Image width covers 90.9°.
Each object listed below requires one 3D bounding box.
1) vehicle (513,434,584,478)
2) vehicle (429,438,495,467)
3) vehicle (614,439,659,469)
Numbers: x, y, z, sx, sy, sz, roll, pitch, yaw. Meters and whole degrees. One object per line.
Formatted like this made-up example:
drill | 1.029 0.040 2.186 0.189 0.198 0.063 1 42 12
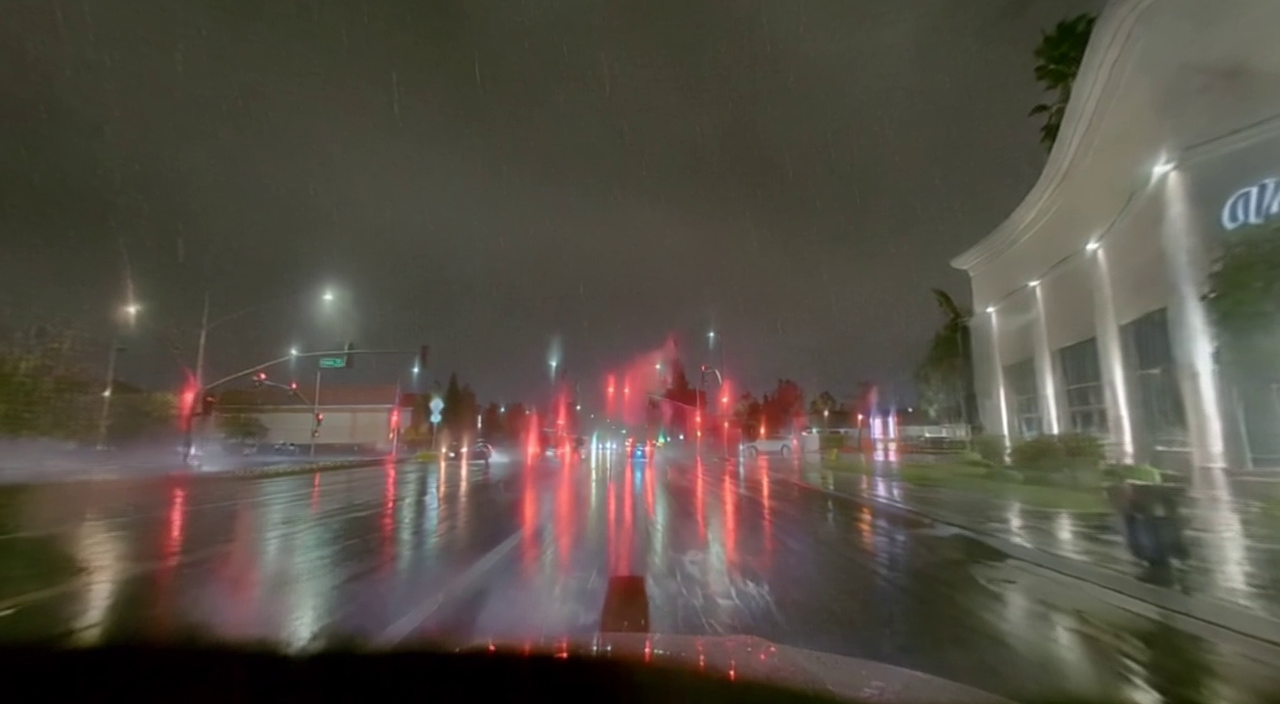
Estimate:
vehicle | -3.414 3.997 24.461 2.029 1.517 4.375 0 -8 1
vehicle | -9.733 5.542 34.891 2.096 1.474 4.585 -1 -8 3
vehicle | -0.135 5.457 34.070 2.258 1.507 3.896 -1 -8 2
